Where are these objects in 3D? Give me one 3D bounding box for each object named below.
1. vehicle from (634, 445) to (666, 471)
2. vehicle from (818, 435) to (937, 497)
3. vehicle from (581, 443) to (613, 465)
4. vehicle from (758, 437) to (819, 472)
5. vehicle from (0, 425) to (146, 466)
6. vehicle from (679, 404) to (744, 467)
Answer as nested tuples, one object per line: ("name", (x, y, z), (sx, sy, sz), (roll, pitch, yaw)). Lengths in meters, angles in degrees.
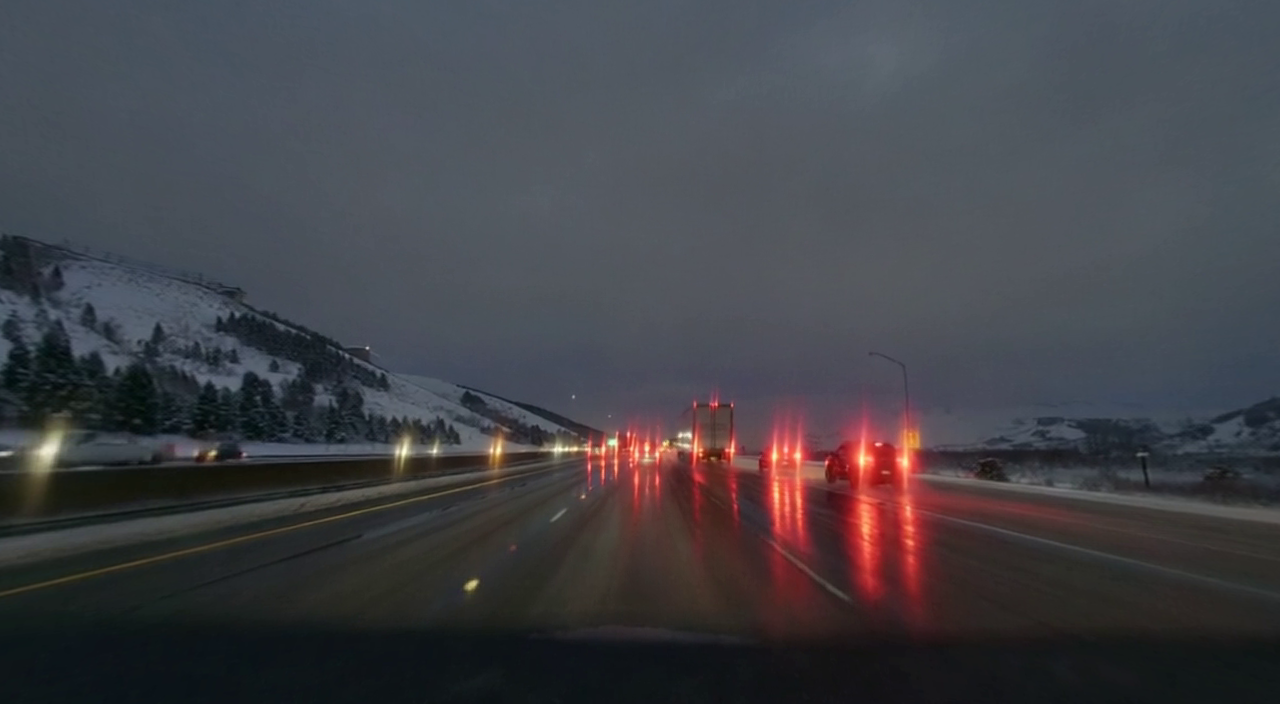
("vehicle", (0.578, 6.409, 38.359), (1.866, 1.492, 3.932), (0, -9, 0))
("vehicle", (7.188, 3.470, 19.628), (2.044, 1.676, 4.421), (0, -9, 1))
("vehicle", (-3.186, 7.709, 47.762), (2.132, 1.506, 4.256), (0, -9, 0))
("vehicle", (7.947, 5.543, 34.232), (2.143, 1.775, 4.729), (0, -9, 0))
("vehicle", (-34.611, 5.745, 38.570), (2.701, 2.233, 7.001), (0, -9, 3))
("vehicle", (4.450, 5.631, 41.846), (3.130, 3.607, 11.129), (0, -9, 1))
